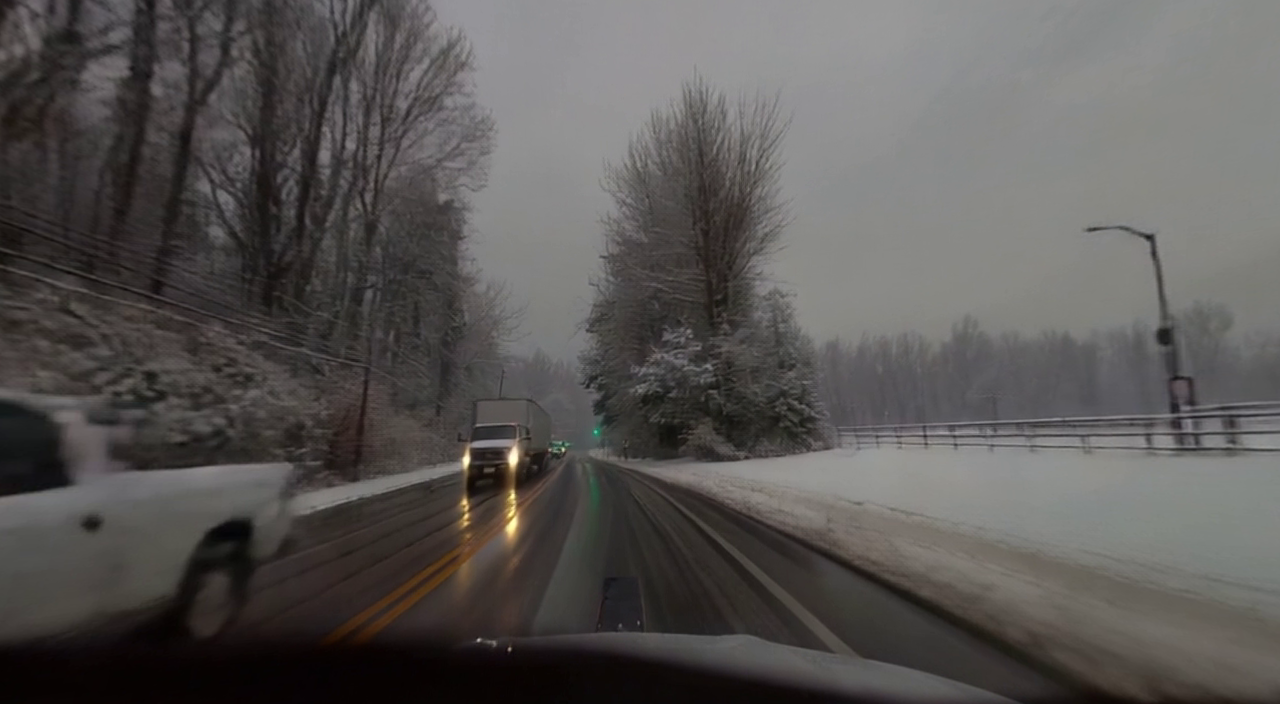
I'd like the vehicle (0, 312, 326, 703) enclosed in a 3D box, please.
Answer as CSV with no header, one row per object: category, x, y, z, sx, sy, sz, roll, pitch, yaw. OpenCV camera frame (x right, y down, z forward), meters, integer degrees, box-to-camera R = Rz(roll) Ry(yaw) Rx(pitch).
vehicle,-3.395,0.802,2.597,2.057,1.792,4.457,0,-8,-3

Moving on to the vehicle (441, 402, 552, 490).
vehicle,-4.821,3.398,22.969,2.939,2.556,8.664,1,-8,-6
